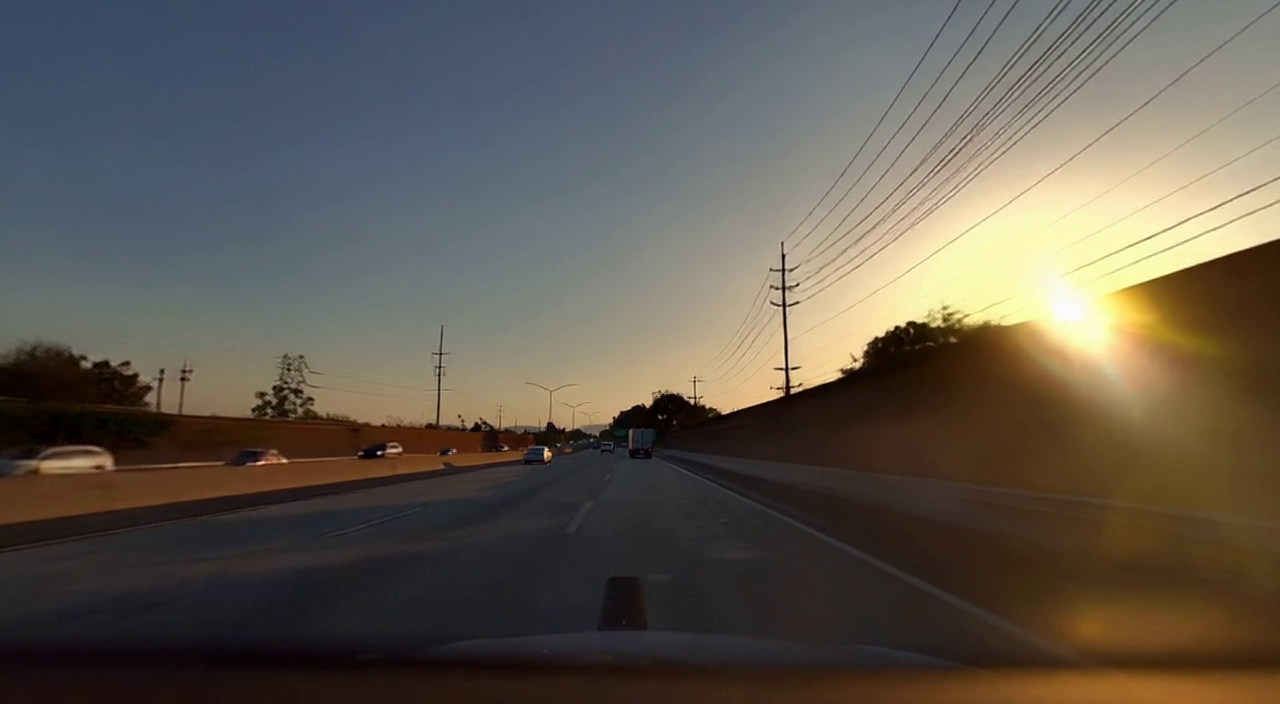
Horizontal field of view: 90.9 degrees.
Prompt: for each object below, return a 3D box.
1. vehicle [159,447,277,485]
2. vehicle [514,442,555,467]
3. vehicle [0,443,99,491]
[{"bbox_3d":[-17.960,4.860,27.172,1.861,1.454,4.705,0,-8,0],"label":"vehicle"},{"bbox_3d":[-7.269,7.095,43.980,2.064,1.642,4.389,0,-8,0],"label":"vehicle"},{"bbox_3d":[-21.803,3.983,22.019,1.824,1.544,4.480,0,-8,-1],"label":"vehicle"}]
